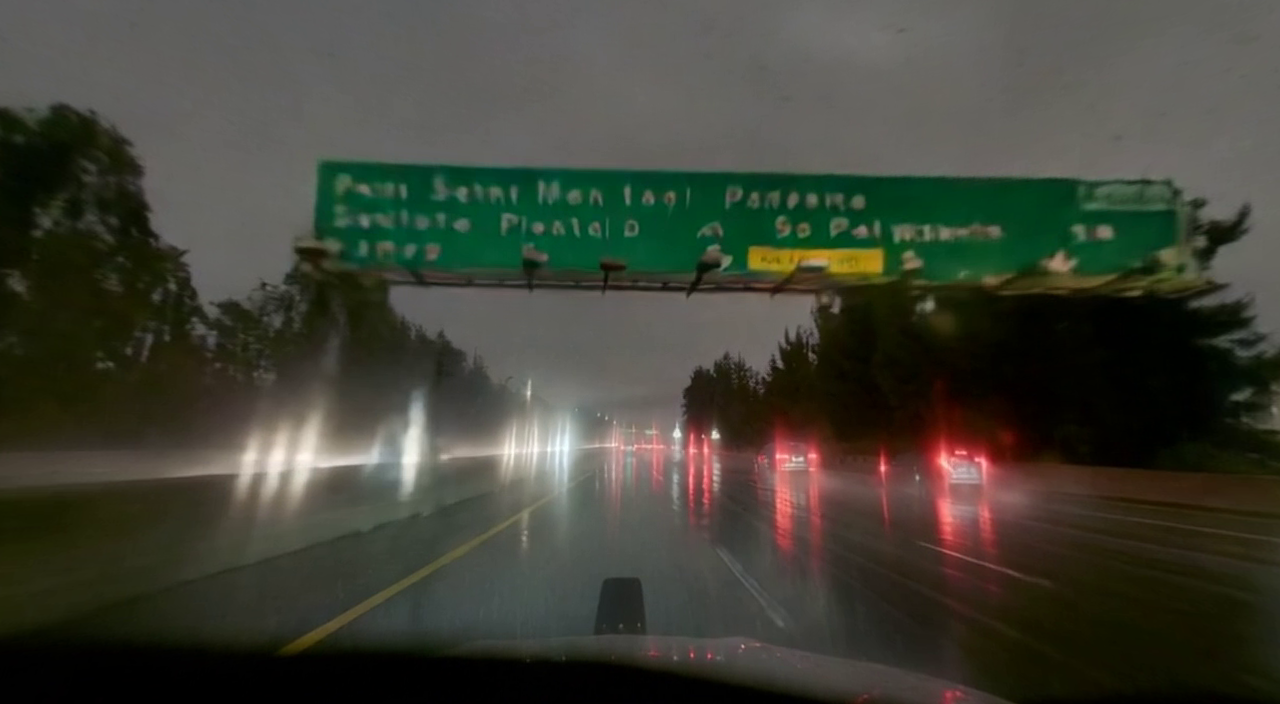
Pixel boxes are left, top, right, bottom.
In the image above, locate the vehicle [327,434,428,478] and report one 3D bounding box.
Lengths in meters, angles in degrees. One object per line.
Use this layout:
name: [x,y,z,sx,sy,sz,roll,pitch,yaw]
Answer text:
vehicle: [-9.572,3.838,23.490,1.867,1.467,4.485,0,-9,0]
